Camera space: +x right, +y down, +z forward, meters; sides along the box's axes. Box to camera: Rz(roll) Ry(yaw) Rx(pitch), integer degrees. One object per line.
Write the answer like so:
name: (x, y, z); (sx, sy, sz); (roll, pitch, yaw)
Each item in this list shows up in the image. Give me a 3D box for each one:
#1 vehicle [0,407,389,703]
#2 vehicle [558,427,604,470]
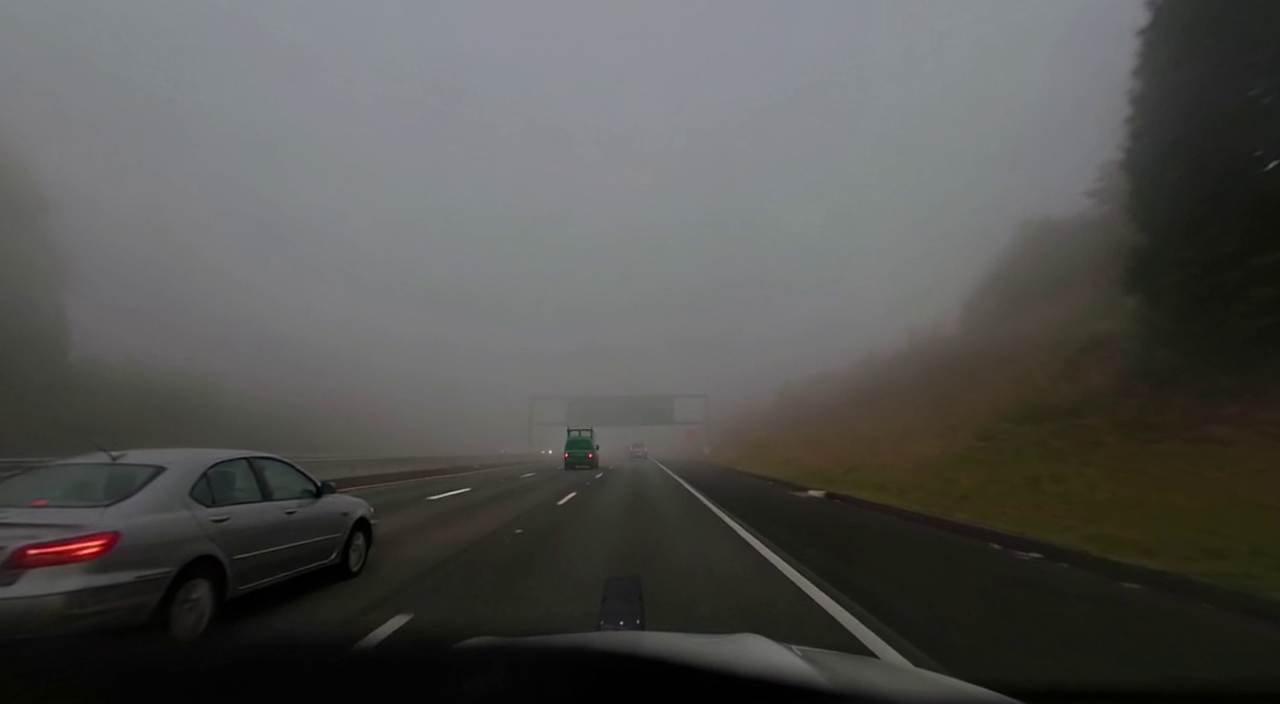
vehicle: (-3.614, 1.259, 4.624); (1.924, 1.436, 3.915); (0, -9, 0)
vehicle: (-3.575, 6.034, 39.452); (2.290, 2.453, 5.561); (0, -9, 0)
